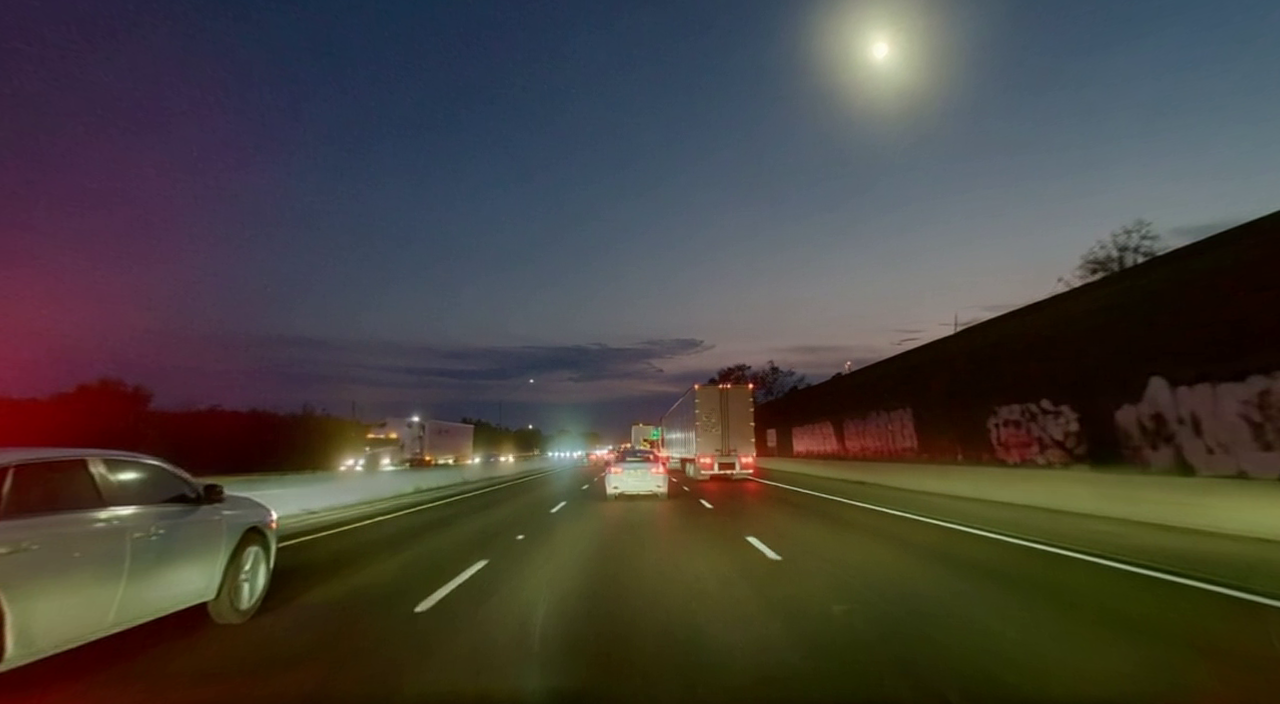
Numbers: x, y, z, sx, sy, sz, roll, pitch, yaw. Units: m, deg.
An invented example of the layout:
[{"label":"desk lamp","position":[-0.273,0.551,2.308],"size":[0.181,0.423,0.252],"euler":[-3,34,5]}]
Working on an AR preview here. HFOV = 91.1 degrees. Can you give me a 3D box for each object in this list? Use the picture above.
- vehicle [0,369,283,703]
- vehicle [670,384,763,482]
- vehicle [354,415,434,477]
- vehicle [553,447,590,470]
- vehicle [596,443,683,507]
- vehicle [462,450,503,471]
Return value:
[{"label":"vehicle","position":[-4.336,1.008,3.466],"size":[1.988,1.750,4.711],"euler":[0,-9,-1]},{"label":"vehicle","position":[3.459,4.394,33.074],"size":[2.902,4.014,14.446],"euler":[0,-9,-1]},{"label":"vehicle","position":[-16.638,6.413,43.009],"size":[3.007,3.926,5.826],"euler":[0,-9,-1]},{"label":"vehicle","position":[-4.745,7.437,44.047],"size":[2.067,1.481,4.085],"euler":[-1,-9,1]},{"label":"vehicle","position":[-0.070,3.169,16.702],"size":[2.033,1.468,4.015],"euler":[0,-9,-2]},{"label":"vehicle","position":[-12.121,8.383,48.636],"size":[1.985,1.486,4.568],"euler":[-1,-9,0]}]
